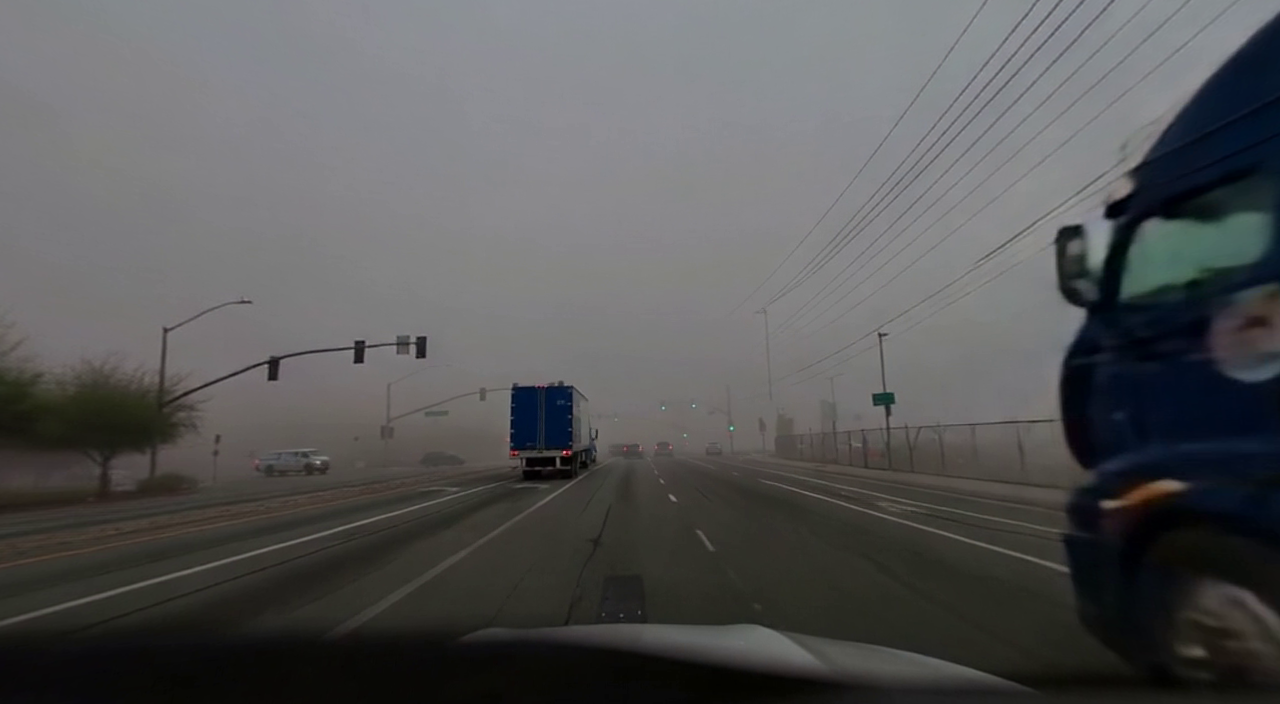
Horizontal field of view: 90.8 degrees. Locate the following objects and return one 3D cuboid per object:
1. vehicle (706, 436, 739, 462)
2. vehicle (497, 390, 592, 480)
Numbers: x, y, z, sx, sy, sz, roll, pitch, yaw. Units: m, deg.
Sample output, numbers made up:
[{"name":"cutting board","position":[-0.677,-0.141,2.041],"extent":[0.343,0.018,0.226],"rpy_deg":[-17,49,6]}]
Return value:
[{"name":"vehicle","position":[5.675,6.727,43.874],"extent":[2.102,1.662,4.533],"rpy_deg":[-1,-9,5]},{"name":"vehicle","position":[-3.875,3.693,27.742],"extent":[2.889,3.347,8.285],"rpy_deg":[0,-9,0]}]
